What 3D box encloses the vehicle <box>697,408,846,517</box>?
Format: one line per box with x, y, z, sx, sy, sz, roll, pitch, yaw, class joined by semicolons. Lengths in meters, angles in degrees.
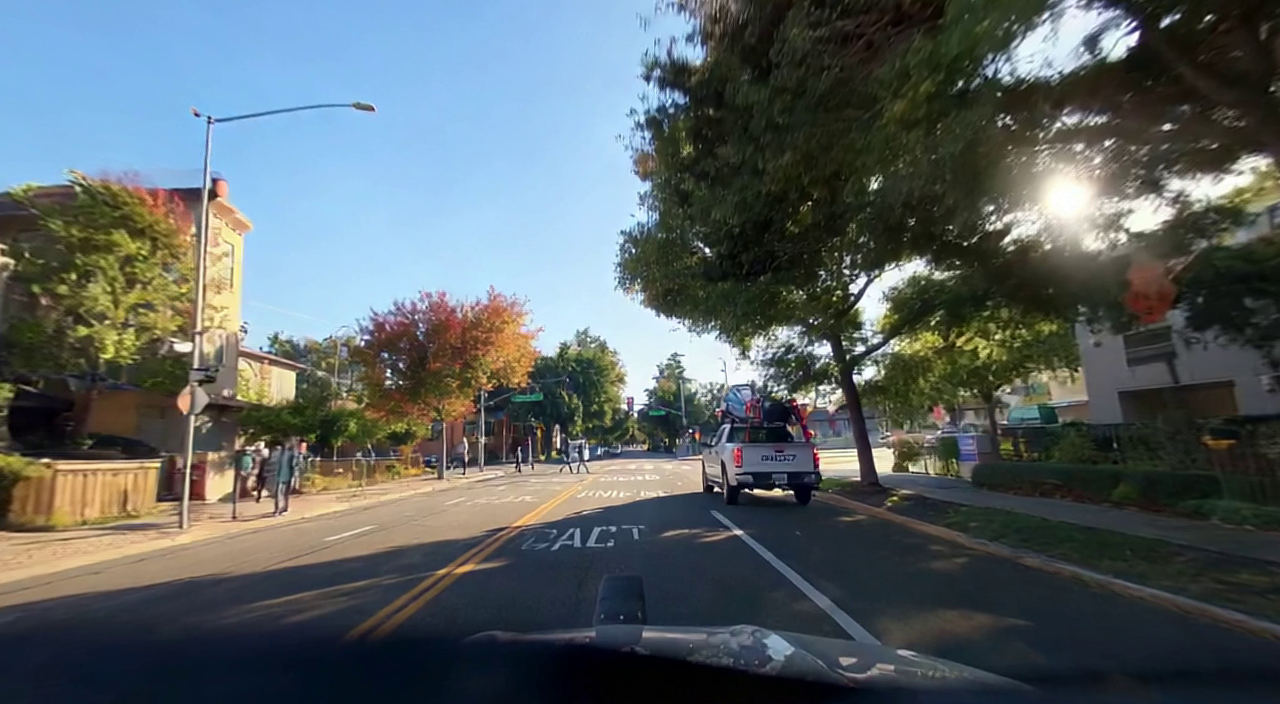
2.715;2.493;14.639;2.177;2.015;5.463;0;-9;-1;vehicle
